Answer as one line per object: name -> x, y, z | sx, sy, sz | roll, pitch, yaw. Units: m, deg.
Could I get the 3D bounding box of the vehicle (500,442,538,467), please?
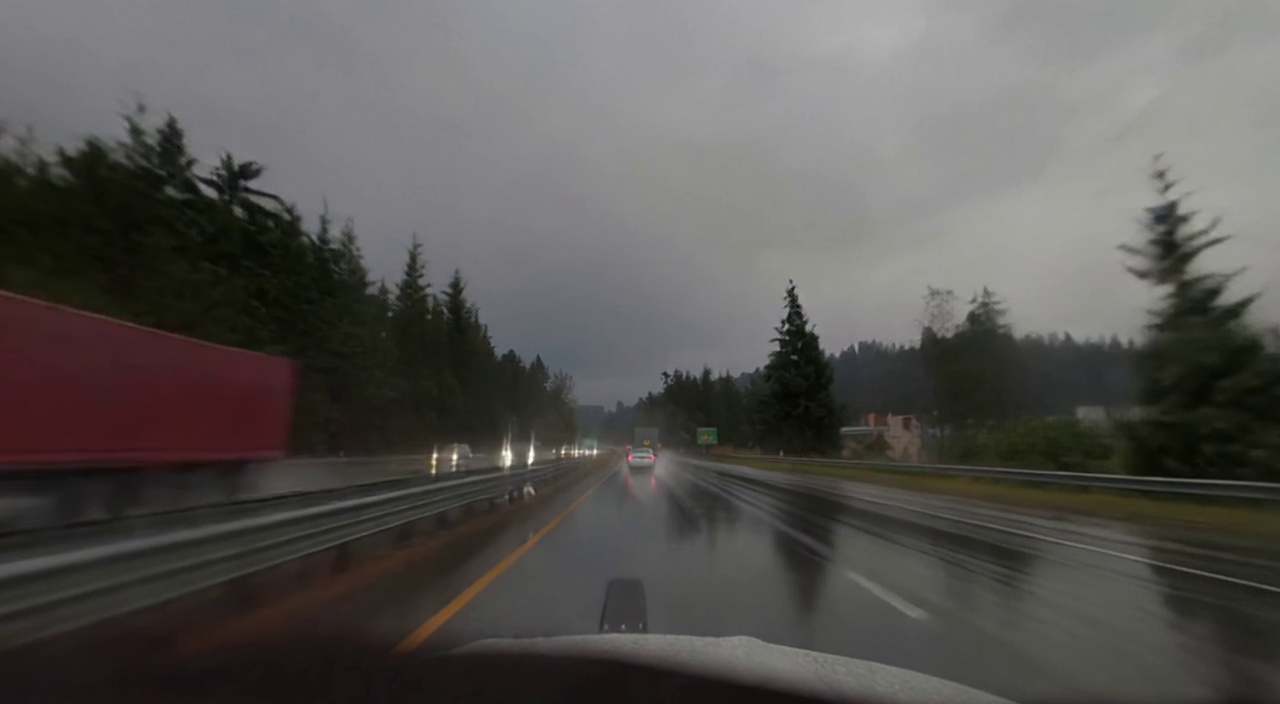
vehicle -> -9.137, 7.757, 47.925 | 2.002, 1.777, 4.357 | 0, -9, 0

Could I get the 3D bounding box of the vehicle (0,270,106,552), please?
vehicle -> -8.877, 0.351, 5.164 | 2.612, 3.281, 7.073 | 0, -9, 0

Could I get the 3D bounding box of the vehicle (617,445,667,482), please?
vehicle -> 0.044, 5.013, 28.587 | 2.114, 1.523, 4.012 | 0, -9, -1
